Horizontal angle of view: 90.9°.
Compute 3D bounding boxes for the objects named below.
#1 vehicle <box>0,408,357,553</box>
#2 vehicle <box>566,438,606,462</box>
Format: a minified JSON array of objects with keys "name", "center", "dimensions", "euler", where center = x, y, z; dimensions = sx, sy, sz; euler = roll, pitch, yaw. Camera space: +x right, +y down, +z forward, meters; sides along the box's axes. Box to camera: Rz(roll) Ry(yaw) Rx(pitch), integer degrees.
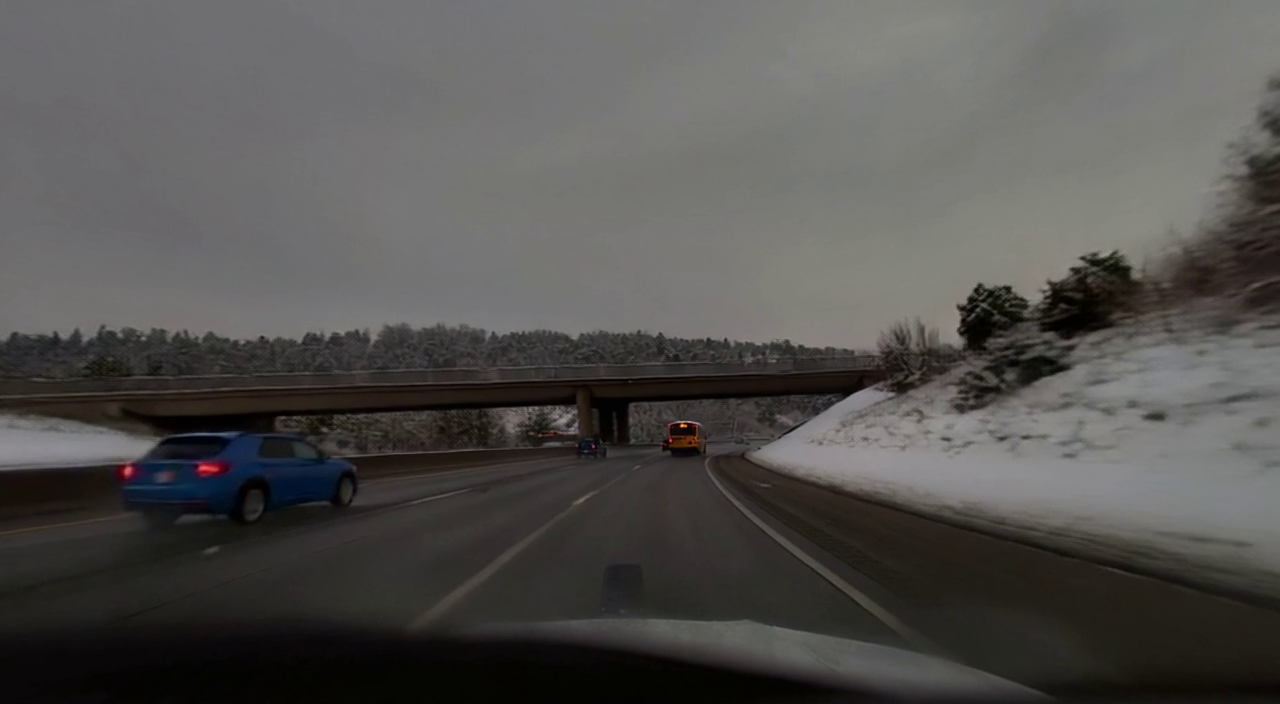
[{"name":"vehicle","center":[-6.642,1.845,9.786],"dimensions":[2.172,1.689,4.625],"euler":[0,-8,2]},{"name":"vehicle","center":[-4.098,7.512,48.599],"dimensions":[2.106,1.704,4.637],"euler":[-1,-8,7]}]
